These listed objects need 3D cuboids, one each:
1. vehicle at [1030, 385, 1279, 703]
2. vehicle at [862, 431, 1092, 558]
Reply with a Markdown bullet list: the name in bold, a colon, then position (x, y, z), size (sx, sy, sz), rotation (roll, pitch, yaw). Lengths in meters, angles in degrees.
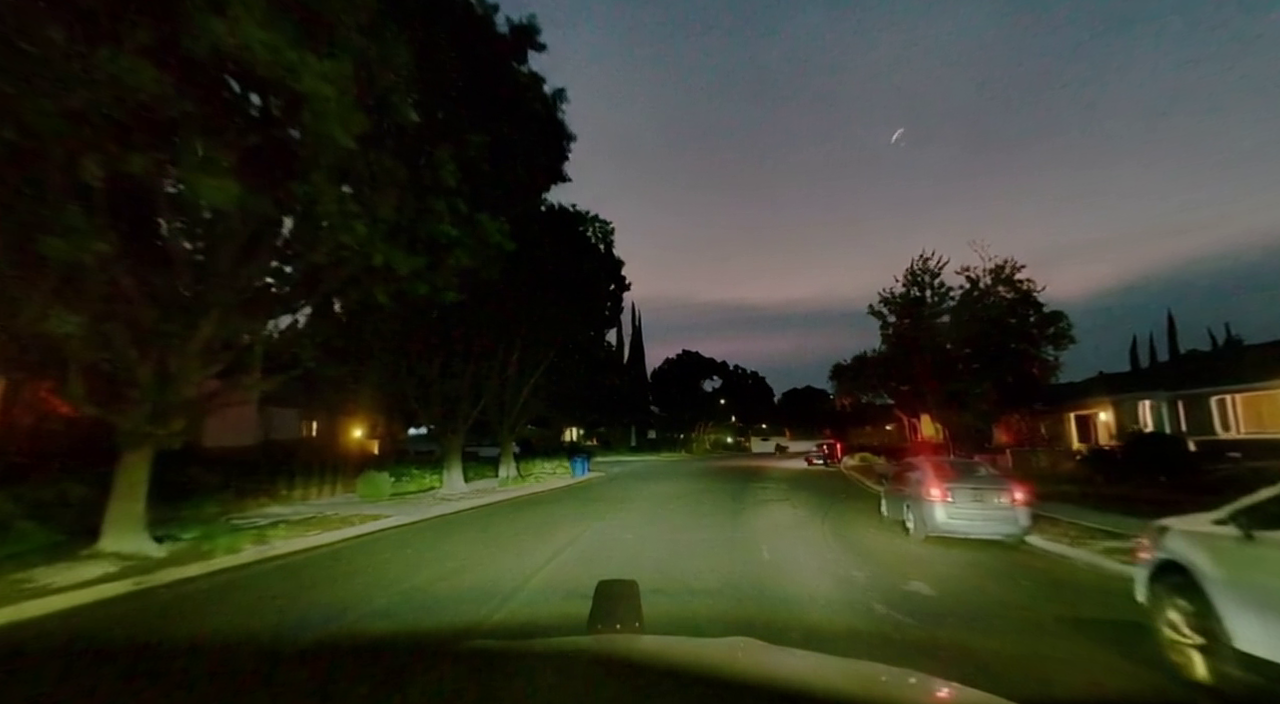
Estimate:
- **vehicle**: position (3.918, 0.930, 2.494), size (2.075, 1.657, 4.648), rotation (-1, -9, 5)
- **vehicle**: position (4.909, 2.102, 9.994), size (2.026, 1.458, 4.225), rotation (1, -9, 11)
